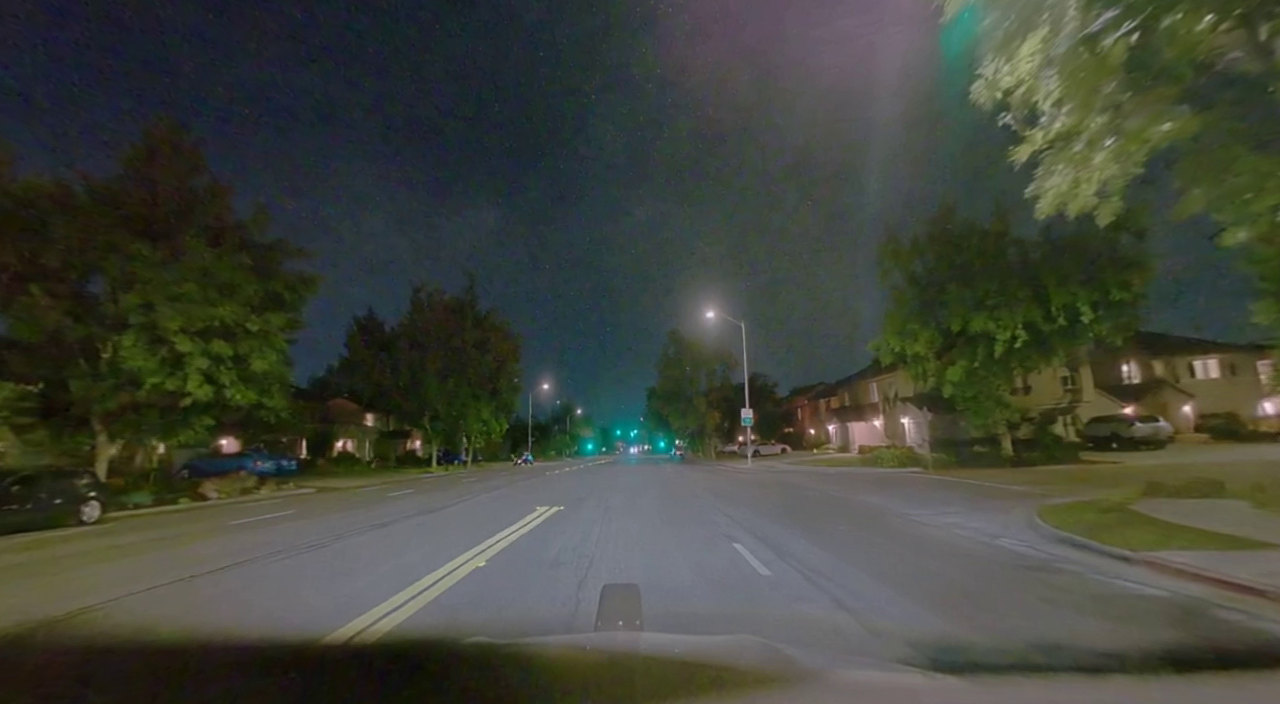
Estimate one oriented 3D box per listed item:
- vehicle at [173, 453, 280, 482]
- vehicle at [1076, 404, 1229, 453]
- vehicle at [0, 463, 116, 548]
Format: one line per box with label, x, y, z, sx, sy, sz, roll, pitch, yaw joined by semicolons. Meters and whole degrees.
vehicle;-22.993;6.414;35.262;4.486;1.509;2.189;-1;-9;1
vehicle;26.379;3.995;32.744;5.595;2.365;2.241;-1;-9;6
vehicle;-12.906;2.929;11.947;1.992;1.534;4.802;-2;-9;-2
